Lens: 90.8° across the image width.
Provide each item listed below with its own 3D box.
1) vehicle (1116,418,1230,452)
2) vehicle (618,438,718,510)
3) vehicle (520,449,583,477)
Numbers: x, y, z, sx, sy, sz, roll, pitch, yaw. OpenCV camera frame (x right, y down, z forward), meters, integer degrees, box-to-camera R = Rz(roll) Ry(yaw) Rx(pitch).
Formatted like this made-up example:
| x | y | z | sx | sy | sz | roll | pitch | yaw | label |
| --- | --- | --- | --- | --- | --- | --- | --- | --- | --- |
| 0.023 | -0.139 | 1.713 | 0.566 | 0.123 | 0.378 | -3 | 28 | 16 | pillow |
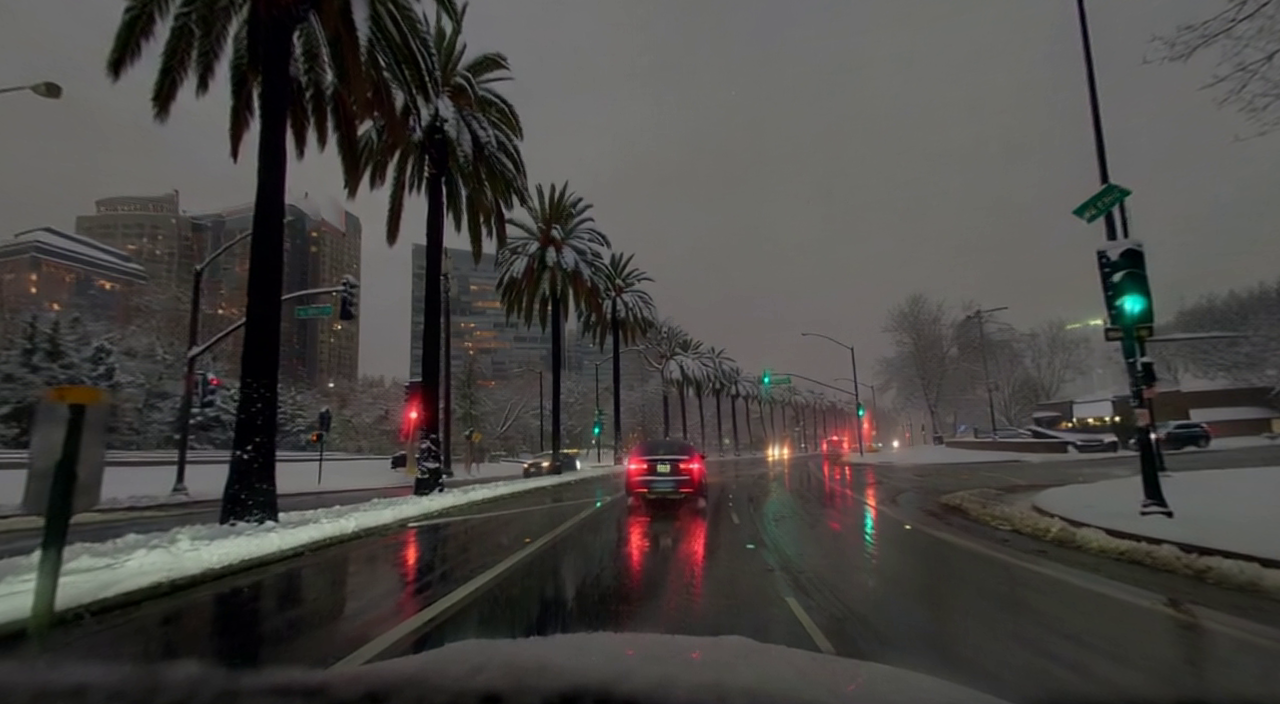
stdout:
| x | y | z | sx | sy | sz | roll | pitch | yaw | label |
| --- | --- | --- | --- | --- | --- | --- | --- | --- | --- |
| 30.458 | 4.777 | 36.161 | 5.049 | 1.861 | 2.081 | 1 | -9 | -10 | vehicle |
| 0.820 | 2.895 | 15.420 | 2.096 | 1.492 | 4.071 | -1 | -9 | 7 | vehicle |
| -4.999 | 6.381 | 36.483 | 2.012 | 1.467 | 4.592 | -2 | -9 | 13 | vehicle |
